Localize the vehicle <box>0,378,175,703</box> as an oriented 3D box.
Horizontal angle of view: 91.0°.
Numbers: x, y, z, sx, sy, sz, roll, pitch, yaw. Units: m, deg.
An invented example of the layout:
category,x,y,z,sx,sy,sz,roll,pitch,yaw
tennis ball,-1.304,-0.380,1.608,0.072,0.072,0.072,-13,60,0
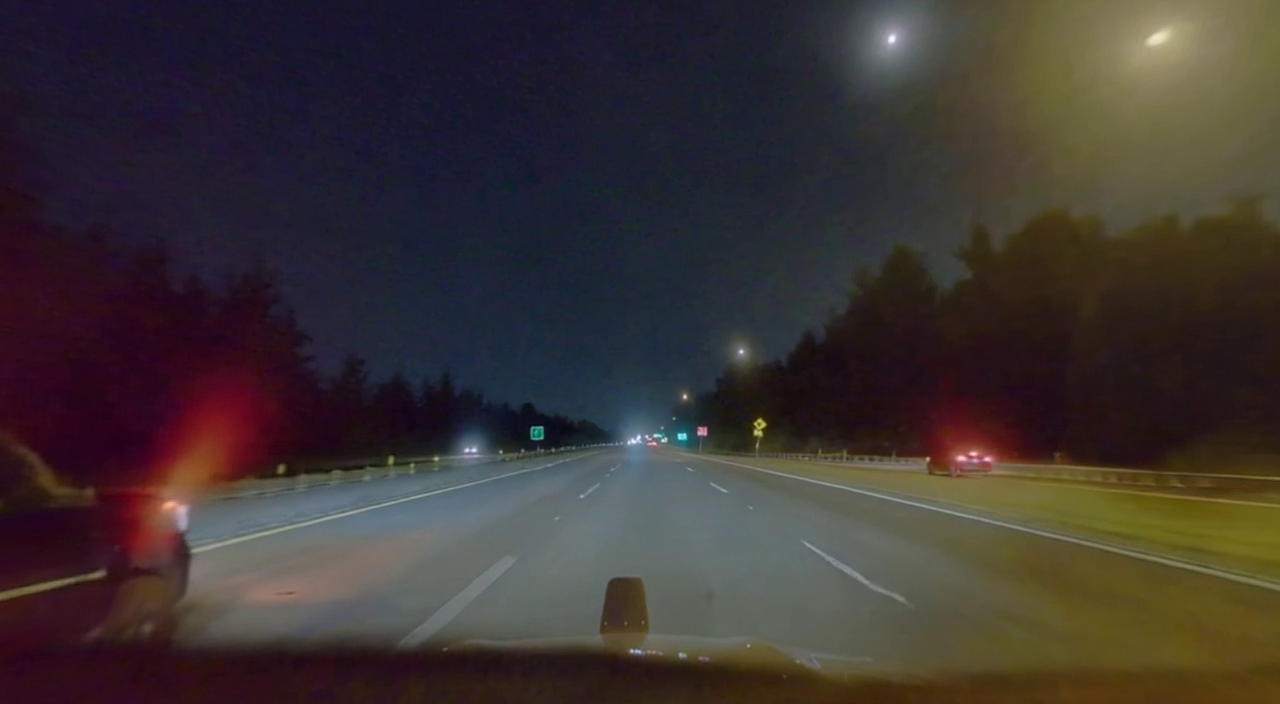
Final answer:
category,x,y,z,sx,sy,sz,roll,pitch,yaw
vehicle,-3.982,0.731,1.760,2.051,1.531,4.250,0,-8,1
